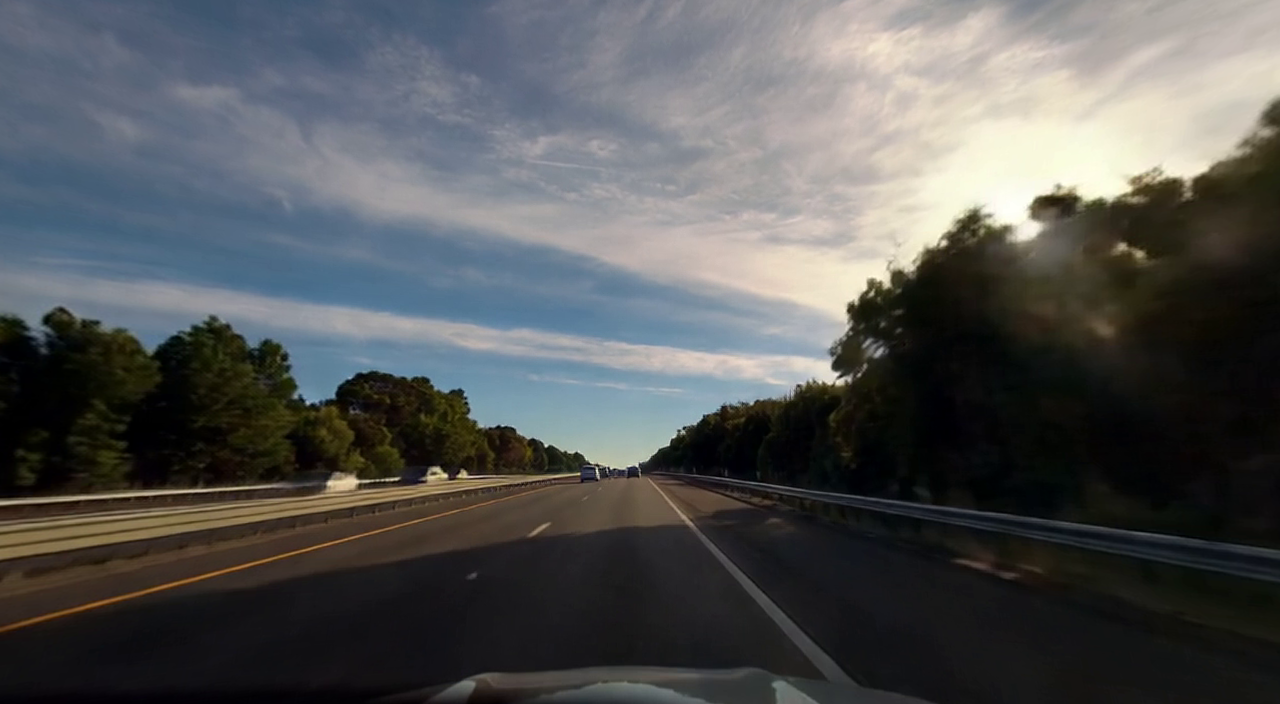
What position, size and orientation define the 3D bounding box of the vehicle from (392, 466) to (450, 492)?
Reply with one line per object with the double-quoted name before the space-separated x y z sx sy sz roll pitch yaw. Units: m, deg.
"vehicle" -13.126 7.615 38.021 1.882 1.445 4.296 1 -11 1
